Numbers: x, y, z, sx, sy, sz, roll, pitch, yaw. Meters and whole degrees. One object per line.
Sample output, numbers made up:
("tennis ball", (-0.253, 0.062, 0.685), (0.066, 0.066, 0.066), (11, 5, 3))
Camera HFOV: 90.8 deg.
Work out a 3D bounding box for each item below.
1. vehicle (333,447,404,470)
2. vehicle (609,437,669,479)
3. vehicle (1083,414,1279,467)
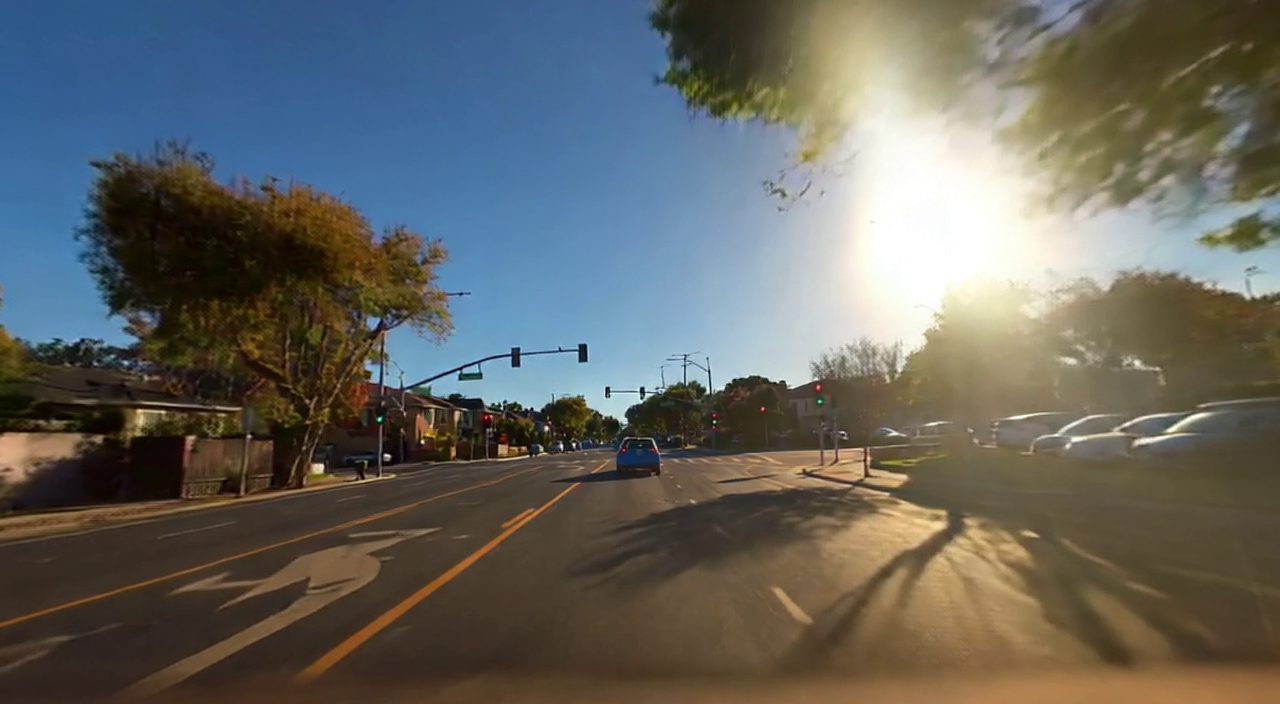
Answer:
("vehicle", (-20.974, 8.260, 48.884), (4.588, 1.703, 1.879), (0, -9, 1))
("vehicle", (-0.029, 3.992, 23.980), (2.104, 1.462, 3.991), (0, -9, 0))
("vehicle", (16.194, 2.679, 18.997), (4.275, 1.499, 1.882), (0, -9, 0))
